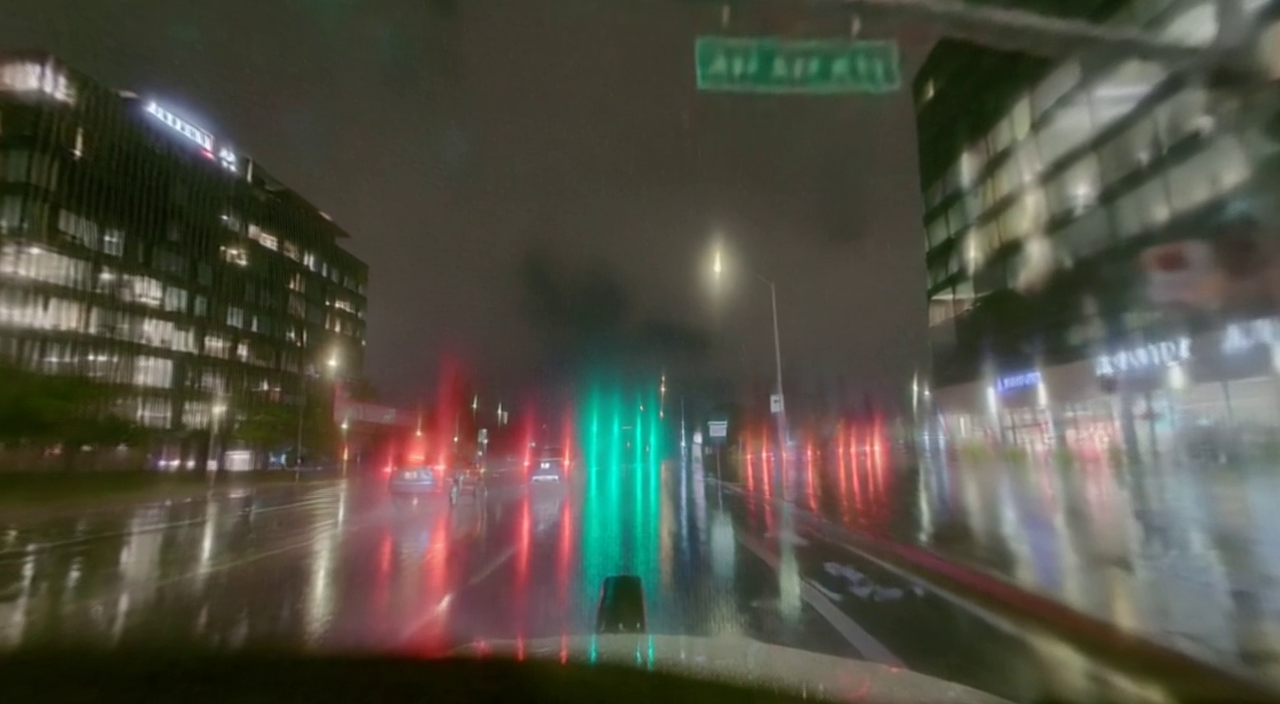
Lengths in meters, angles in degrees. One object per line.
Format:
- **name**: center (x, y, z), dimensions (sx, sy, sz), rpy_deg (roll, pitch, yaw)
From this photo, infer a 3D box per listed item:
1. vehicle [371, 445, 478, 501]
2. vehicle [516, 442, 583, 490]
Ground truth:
- **vehicle**: center (-6.868, 3.876, 20.731), dimensions (1.909, 1.605, 4.561), rpy_deg (0, -9, 0)
- **vehicle**: center (-3.474, 4.464, 25.095), dimensions (2.052, 1.729, 4.195), rpy_deg (0, -9, 0)
